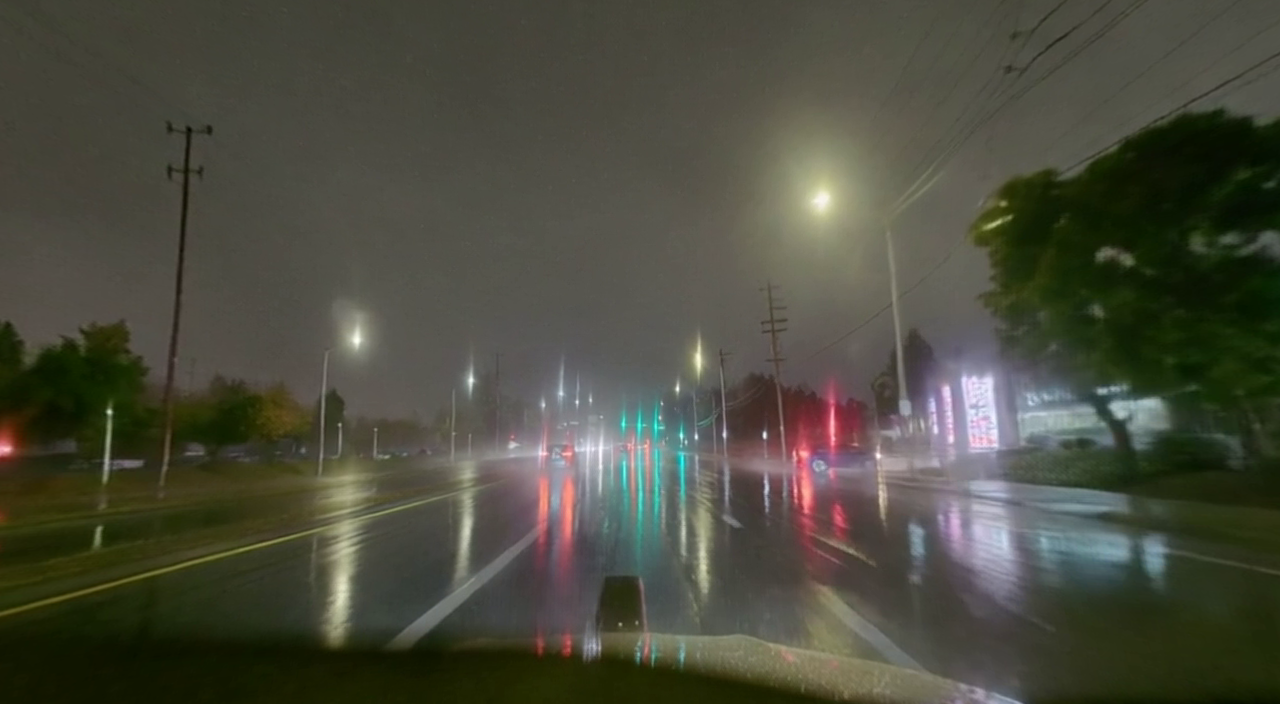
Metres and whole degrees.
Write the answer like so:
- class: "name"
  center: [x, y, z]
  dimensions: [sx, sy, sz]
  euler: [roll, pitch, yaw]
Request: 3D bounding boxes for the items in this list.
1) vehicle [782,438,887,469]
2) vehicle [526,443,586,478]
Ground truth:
- class: "vehicle"
  center: [10.357, 5.427, 33.715]
  dimensions: [4.885, 1.576, 2.024]
  euler: [1, -9, -6]
- class: "vehicle"
  center: [-3.642, 4.801, 28.180]
  dimensions: [2.076, 1.444, 4.328]
  euler: [0, -9, 0]
